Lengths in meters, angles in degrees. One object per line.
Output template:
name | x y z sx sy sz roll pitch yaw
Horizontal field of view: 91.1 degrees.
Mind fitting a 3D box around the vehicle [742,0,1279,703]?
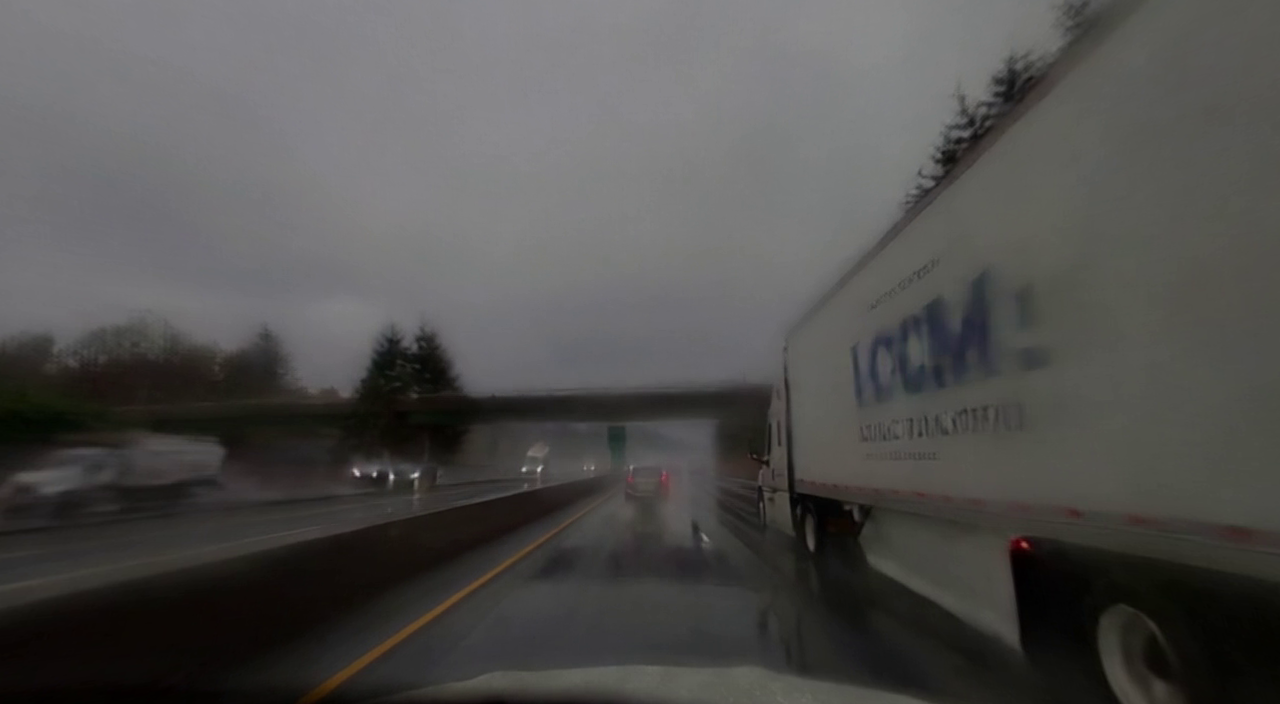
vehicle | 4.396 1.270 9.585 2.964 4.188 16.587 1 -10 0

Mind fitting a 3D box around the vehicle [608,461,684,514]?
vehicle | 0.212 4.203 19.761 2.156 1.444 3.762 1 -10 1
